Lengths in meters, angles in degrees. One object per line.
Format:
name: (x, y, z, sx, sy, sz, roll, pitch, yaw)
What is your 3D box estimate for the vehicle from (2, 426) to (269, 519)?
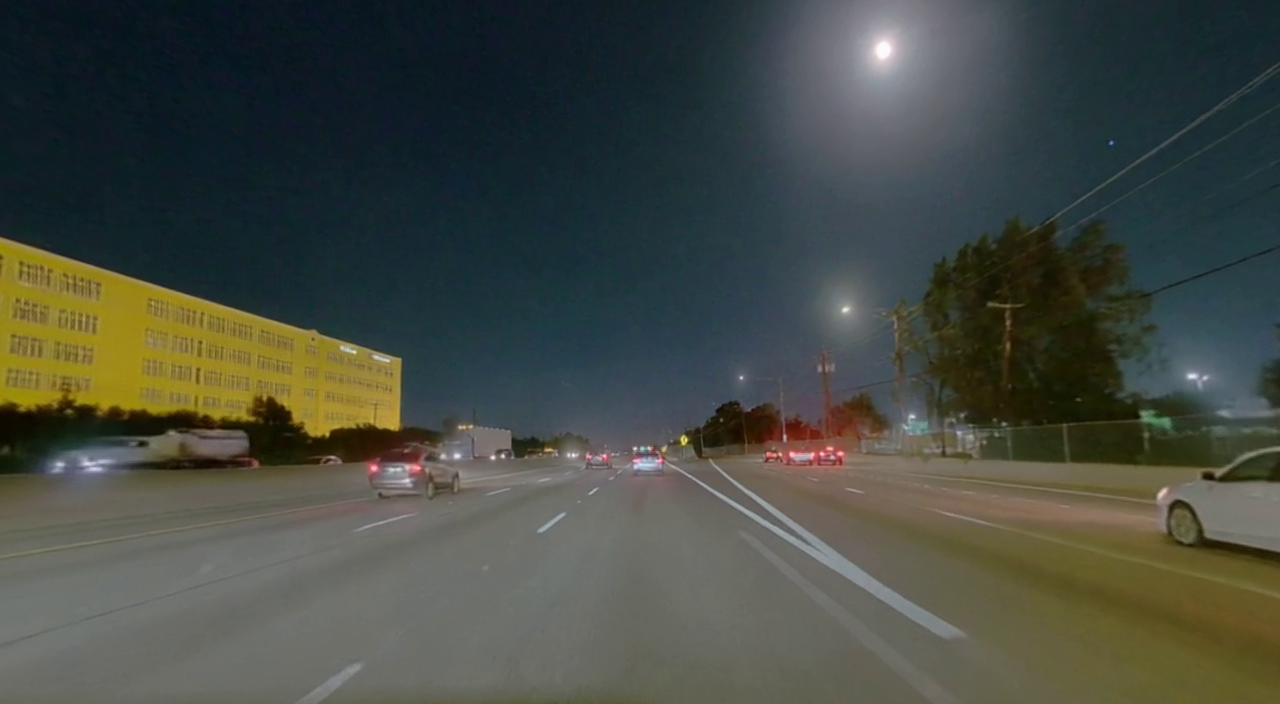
vehicle: (-12.698, 3.057, 16.681, 2.133, 1.970, 5.950, -1, -8, 0)

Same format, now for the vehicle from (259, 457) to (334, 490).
vehicle: (-20.074, 7.088, 37.119, 1.853, 1.671, 4.525, -1, -8, 1)

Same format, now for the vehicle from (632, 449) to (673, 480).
vehicle: (0.663, 6.178, 34.792, 2.107, 1.538, 3.999, -1, -8, 1)

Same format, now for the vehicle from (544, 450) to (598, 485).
vehicle: (-3.344, 5.668, 31.337, 2.059, 1.508, 4.662, -1, -8, 1)

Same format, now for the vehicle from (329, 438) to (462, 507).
vehicle: (-7.262, 3.600, 19.414, 2.106, 1.827, 4.814, -1, -8, 1)

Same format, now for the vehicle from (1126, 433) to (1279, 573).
vehicle: (7.816, 1.595, 6.656, 1.966, 1.484, 4.610, -1, -9, 5)
